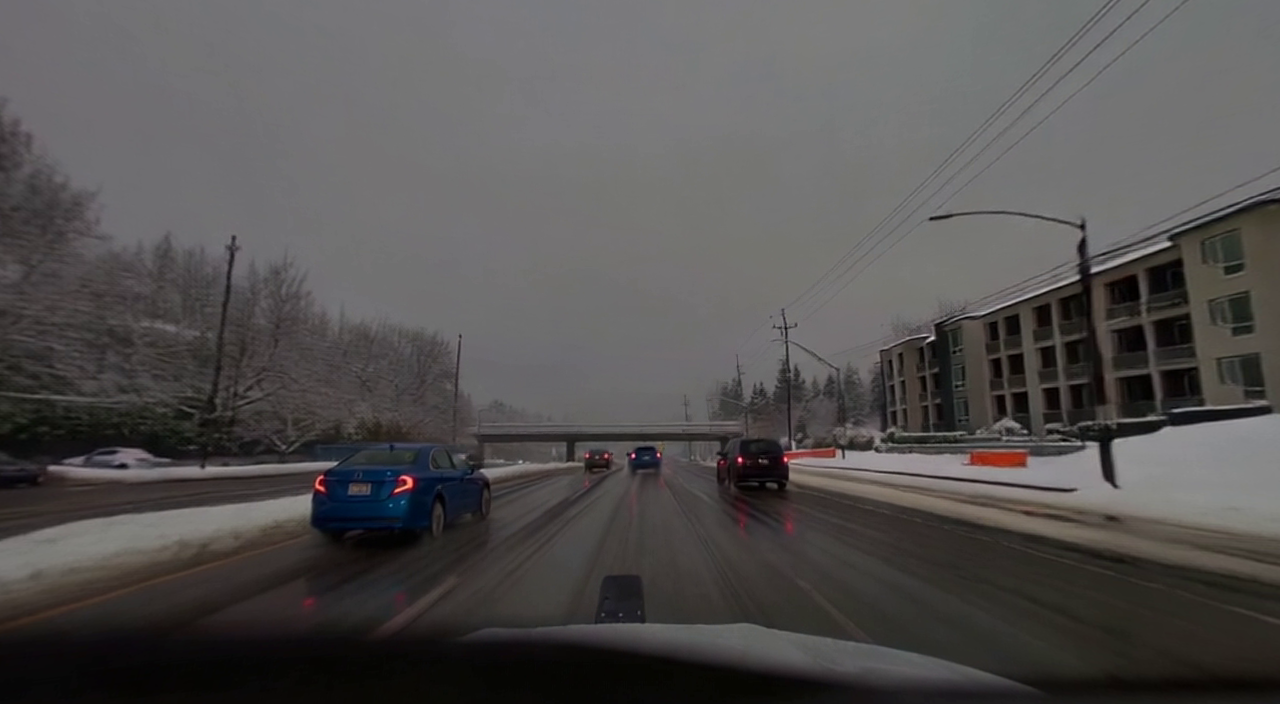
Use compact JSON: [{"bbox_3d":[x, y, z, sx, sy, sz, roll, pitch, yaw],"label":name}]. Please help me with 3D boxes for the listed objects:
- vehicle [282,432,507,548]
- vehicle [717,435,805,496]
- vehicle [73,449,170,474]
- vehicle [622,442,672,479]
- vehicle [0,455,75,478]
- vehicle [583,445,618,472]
[{"bbox_3d":[-3.632,2.106,10.341,1.968,1.473,4.209,0,-8,0],"label":"vehicle"},{"bbox_3d":[3.849,3.695,20.933,2.029,1.797,4.218,0,-8,-1],"label":"vehicle"},{"bbox_3d":[-36.248,7.634,44.266,4.874,1.671,1.983,1,-8,-2],"label":"vehicle"},{"bbox_3d":[0.352,5.353,31.499,2.291,1.714,4.217,0,-8,0],"label":"vehicle"},{"bbox_3d":[-36.845,6.865,37.829,4.090,1.271,1.813,1,-8,-3],"label":"vehicle"},{"bbox_3d":[-2.827,7.688,46.056,2.190,1.832,4.417,0,-8,1],"label":"vehicle"}]
